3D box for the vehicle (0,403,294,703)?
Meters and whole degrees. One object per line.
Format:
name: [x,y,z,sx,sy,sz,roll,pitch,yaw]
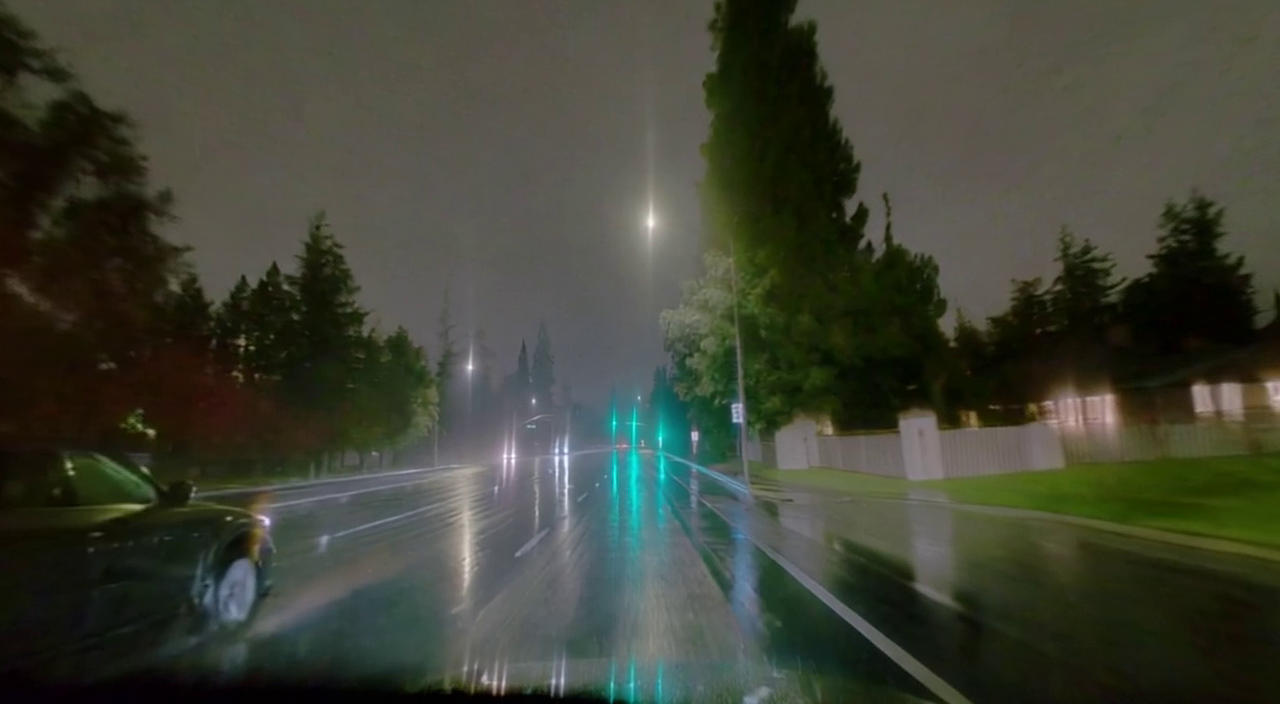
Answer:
vehicle: [-3.314,0.845,1.675,2.020,1.478,4.890,0,-8,0]
